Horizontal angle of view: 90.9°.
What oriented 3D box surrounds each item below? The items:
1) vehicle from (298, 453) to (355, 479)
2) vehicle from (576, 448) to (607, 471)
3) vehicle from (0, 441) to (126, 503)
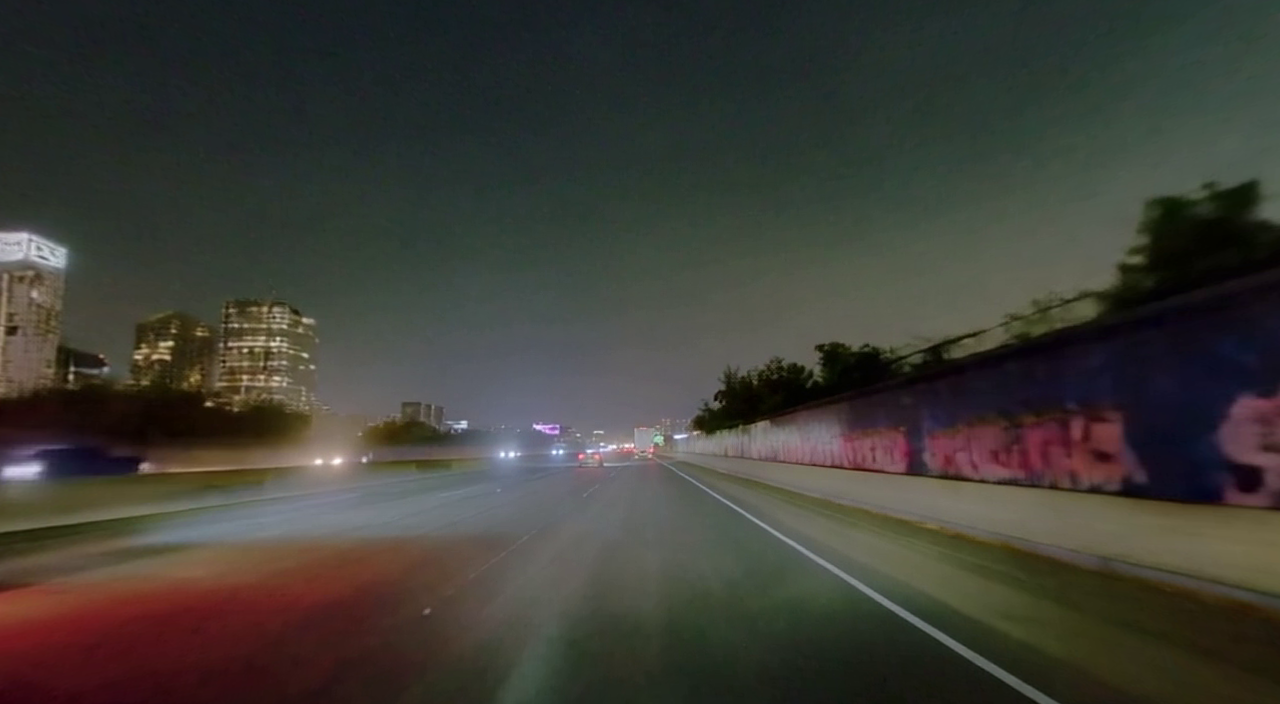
[{"bbox_3d":[-22.680,8.219,45.790,1.758,1.748,4.516,0,-9,1],"label":"vehicle"},{"bbox_3d":[-3.323,7.472,44.037,1.803,1.466,4.509,0,-9,0],"label":"vehicle"},{"bbox_3d":[-18.094,3.423,18.275,1.980,1.638,5.194,0,-9,0],"label":"vehicle"}]
